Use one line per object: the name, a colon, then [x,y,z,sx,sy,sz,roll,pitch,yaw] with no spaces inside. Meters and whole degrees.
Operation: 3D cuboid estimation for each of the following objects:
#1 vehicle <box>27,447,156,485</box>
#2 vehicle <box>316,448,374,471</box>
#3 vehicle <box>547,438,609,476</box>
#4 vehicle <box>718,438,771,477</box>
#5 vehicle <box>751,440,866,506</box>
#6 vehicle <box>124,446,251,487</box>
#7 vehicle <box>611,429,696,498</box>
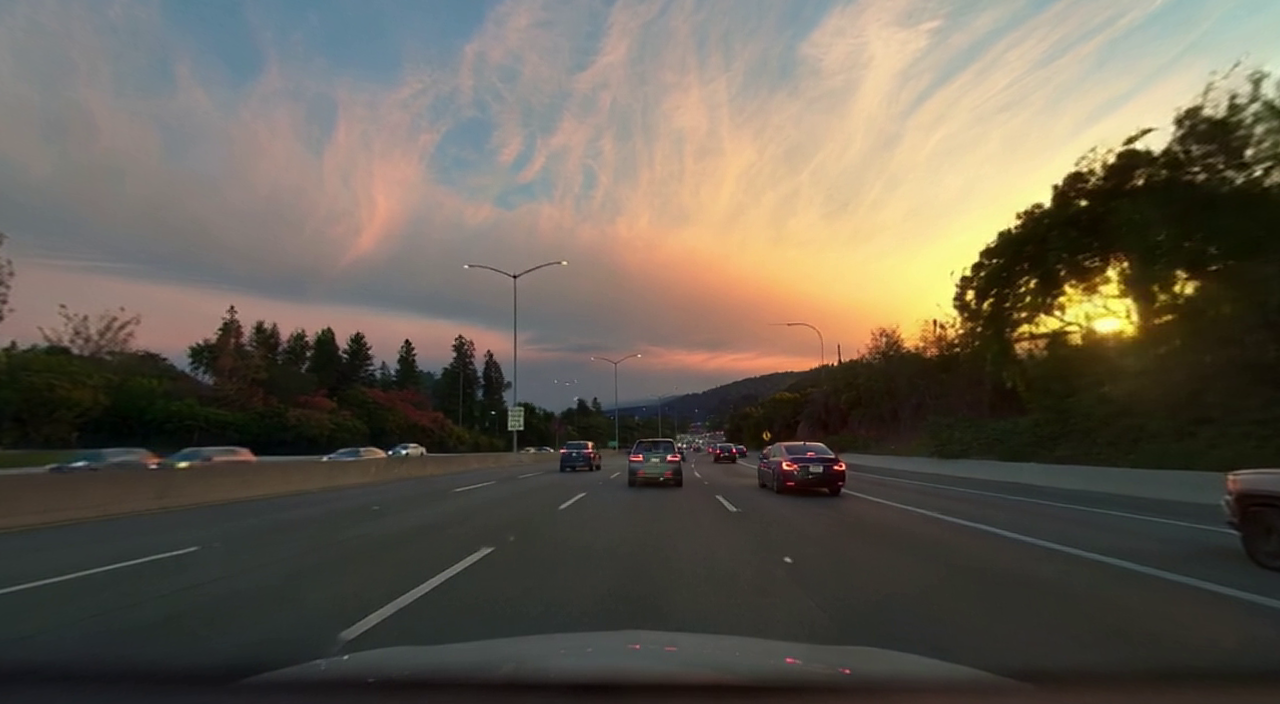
vehicle: [-27.350,5.683,31.670,2.015,1.734,4.688,0,-9,3]
vehicle: [-22.471,8.155,48.133,1.918,1.639,4.454,0,-9,5]
vehicle: [-2.828,4.961,29.859,2.128,1.627,4.697,0,-9,4]
vehicle: [5.087,5.193,31.182,2.063,1.710,4.591,0,-9,3]
vehicle: [4.343,3.177,16.998,1.999,1.514,4.338,0,-9,1]
vehicle: [-20.652,5.200,29.047,2.079,1.684,4.734,0,-9,4]
vehicle: [0.415,3.170,18.192,2.181,1.728,3.970,0,-9,2]
